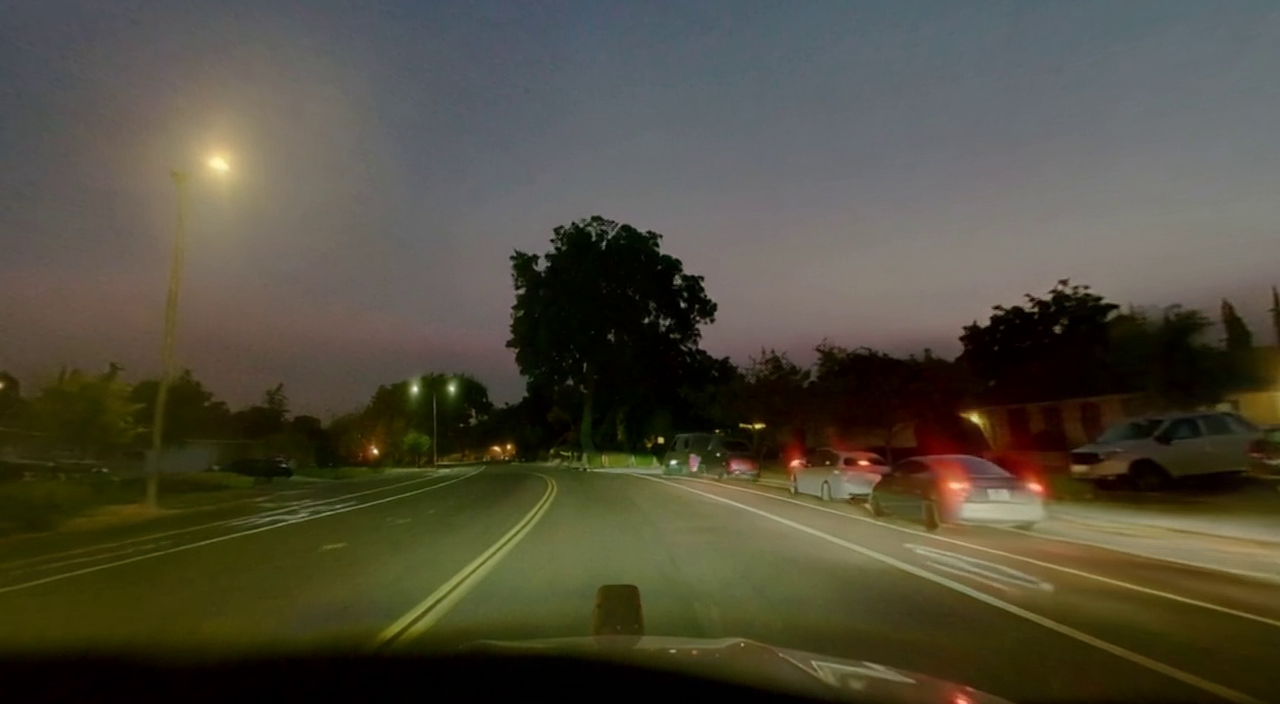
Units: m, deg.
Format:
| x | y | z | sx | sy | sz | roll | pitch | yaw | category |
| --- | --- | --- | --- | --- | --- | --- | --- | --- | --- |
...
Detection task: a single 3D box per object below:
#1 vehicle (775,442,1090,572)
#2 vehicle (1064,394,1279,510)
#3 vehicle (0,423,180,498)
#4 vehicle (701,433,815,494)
| x | y | z | sx | sy | sz | roll | pitch | yaw | category |
| --- | --- | --- | --- | --- | --- | --- | --- | --- | --- |
| 4.591 | 2.467 | 11.163 | 2.713 | 1.671 | 4.939 | 1 | -8 | -8 | vehicle |
| 14.420 | 2.347 | 14.793 | 6.635 | 2.414 | 2.896 | -2 | -11 | 6 | vehicle |
| -19.574 | 3.667 | 21.490 | 5.680 | 2.354 | 2.326 | 1 | -10 | -12 | vehicle |
| 4.449 | 4.381 | 25.407 | 2.670 | 2.085 | 6.775 | 1 | -9 | -5 | vehicle |
